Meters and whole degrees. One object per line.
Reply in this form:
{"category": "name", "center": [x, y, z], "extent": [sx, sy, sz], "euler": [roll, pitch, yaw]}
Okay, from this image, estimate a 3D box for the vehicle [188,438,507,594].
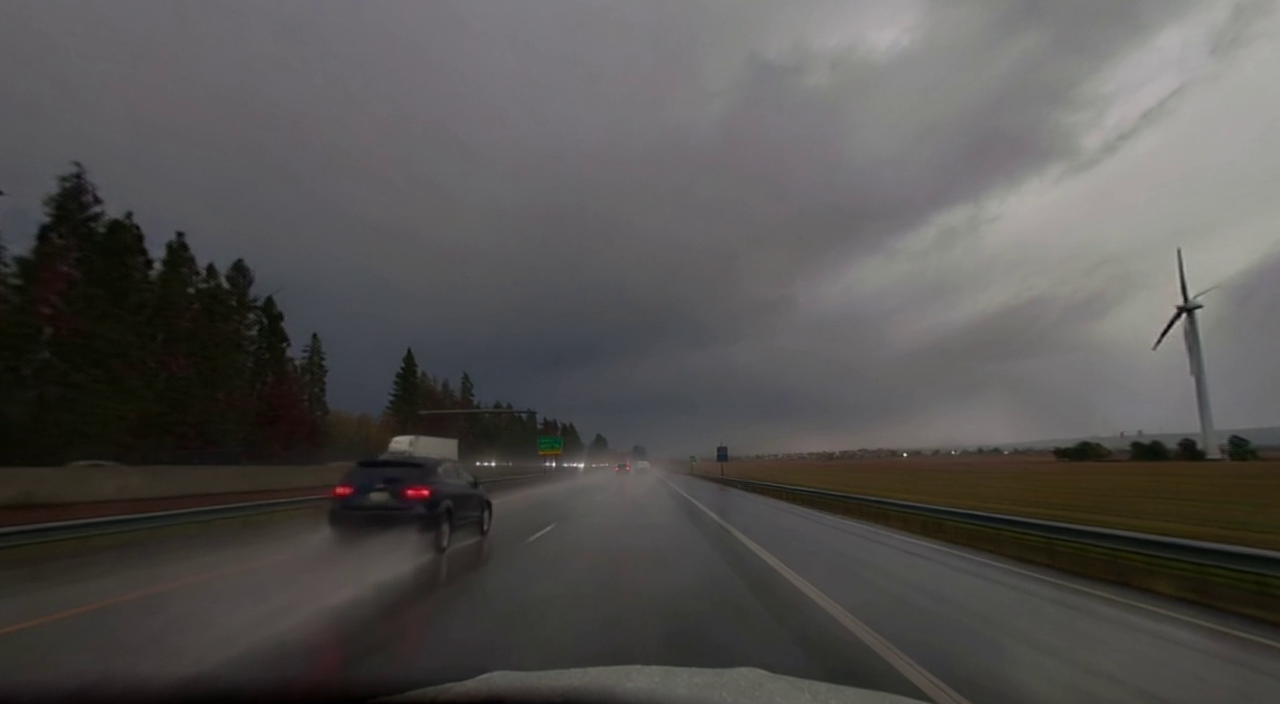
{"category": "vehicle", "center": [-3.428, 2.079, 8.746], "extent": [2.039, 1.505, 4.843], "euler": [1, -10, 1]}
